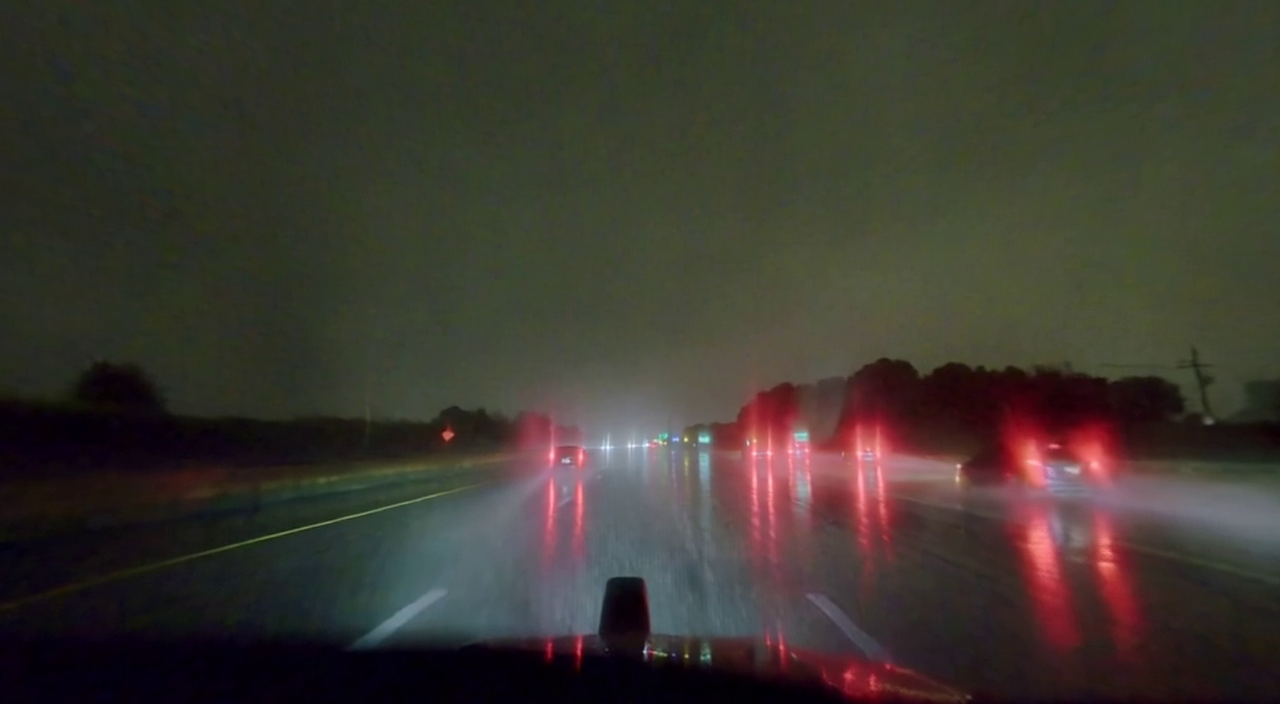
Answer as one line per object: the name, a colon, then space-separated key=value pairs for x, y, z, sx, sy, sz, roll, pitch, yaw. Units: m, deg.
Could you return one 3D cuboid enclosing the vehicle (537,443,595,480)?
vehicle: x=-3.177 y=4.822 z=27.940 sx=1.968 sy=1.504 sz=3.892 roll=0 pitch=-8 yaw=2
